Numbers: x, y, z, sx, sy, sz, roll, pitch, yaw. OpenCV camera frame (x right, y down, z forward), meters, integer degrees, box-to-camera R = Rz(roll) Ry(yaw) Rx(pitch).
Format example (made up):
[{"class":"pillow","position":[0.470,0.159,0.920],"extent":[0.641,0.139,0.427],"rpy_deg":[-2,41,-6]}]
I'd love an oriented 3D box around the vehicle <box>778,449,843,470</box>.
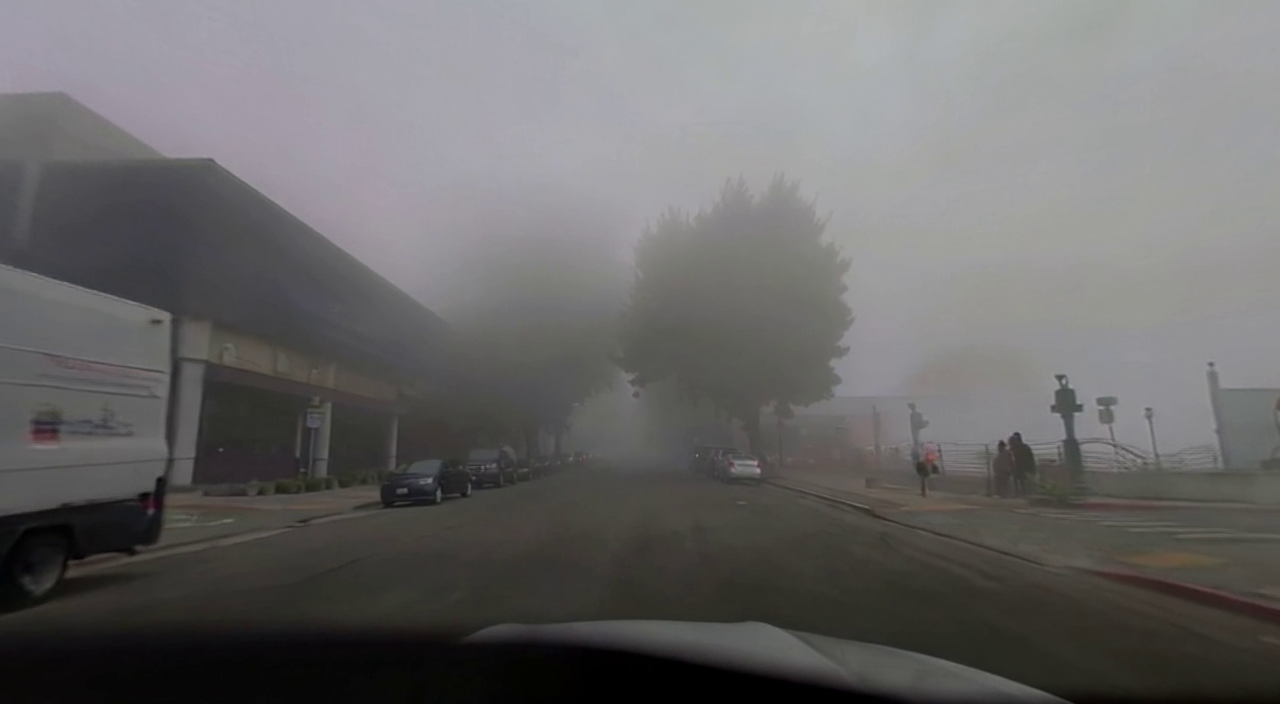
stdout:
[{"class":"vehicle","position":[13.501,8.471,49.972],"extent":[4.499,1.558,2.007],"rpy_deg":[-5,-10,30]}]

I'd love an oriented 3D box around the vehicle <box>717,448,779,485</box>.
[{"class":"vehicle","position":[4.807,5.137,28.657],"extent":[1.973,1.494,4.867],"rpy_deg":[0,-8,0]}]

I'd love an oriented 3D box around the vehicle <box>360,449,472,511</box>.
[{"class":"vehicle","position":[-6.639,3.779,19.260],"extent":[1.917,1.487,4.659],"rpy_deg":[-2,-8,-3]}]

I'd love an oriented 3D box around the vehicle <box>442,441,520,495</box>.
[{"class":"vehicle","position":[-6.464,4.749,26.295],"extent":[2.238,1.891,4.780],"rpy_deg":[-1,-7,-3]}]

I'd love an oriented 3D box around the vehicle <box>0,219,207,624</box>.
[{"class":"vehicle","position":[-6.838,0.477,4.536],"extent":[2.851,3.375,6.057],"rpy_deg":[0,-8,2]}]
